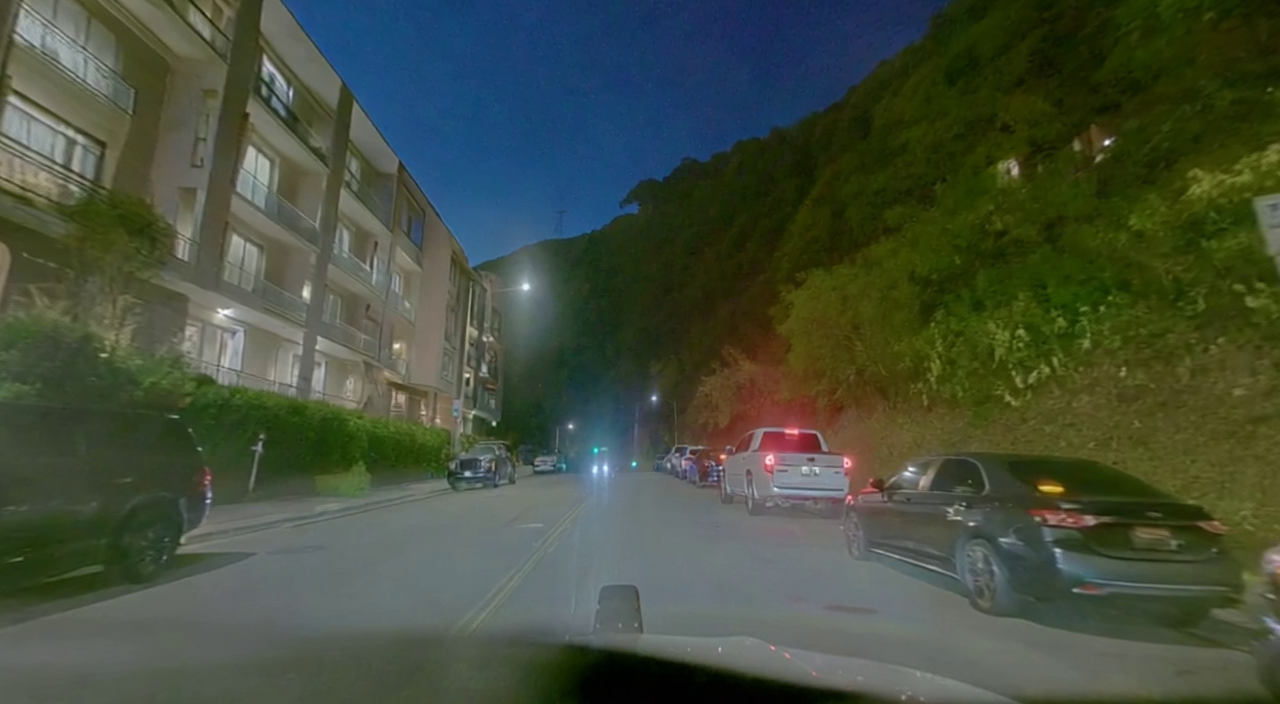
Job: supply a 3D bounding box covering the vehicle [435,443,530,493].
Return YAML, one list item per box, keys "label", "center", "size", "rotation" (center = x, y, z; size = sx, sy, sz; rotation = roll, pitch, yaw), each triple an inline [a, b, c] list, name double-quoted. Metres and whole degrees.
- label: "vehicle"
  center: [-6.348, 4.752, 26.308]
  size: [2.374, 1.843, 5.638]
  rotation: [0, -9, 2]

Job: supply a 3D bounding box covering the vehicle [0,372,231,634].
- label: "vehicle"
  center: [-6.063, 1.073, 4.214]
  size: [2.318, 1.999, 6.524]
  rotation: [1, -7, -1]

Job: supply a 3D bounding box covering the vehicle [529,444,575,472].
- label: "vehicle"
  center: [-6.610, 8.180, 48.119]
  size: [2.692, 1.949, 5.948]
  rotation: [0, -12, -1]

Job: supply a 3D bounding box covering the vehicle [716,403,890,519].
- label: "vehicle"
  center: [3.430, 2.485, 14.729]
  size: [2.482, 2.184, 5.383]
  rotation: [0, -9, -1]

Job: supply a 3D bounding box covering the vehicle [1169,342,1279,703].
- label: "vehicle"
  center: [3.374, 0.560, 0.389]
  size: [2.191, 1.749, 4.542]
  rotation: [0, -9, 2]

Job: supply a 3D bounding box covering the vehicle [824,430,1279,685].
- label: "vehicle"
  center: [3.583, 1.596, 6.206]
  size: [1.866, 1.510, 4.615]
  rotation: [1, -9, -4]
